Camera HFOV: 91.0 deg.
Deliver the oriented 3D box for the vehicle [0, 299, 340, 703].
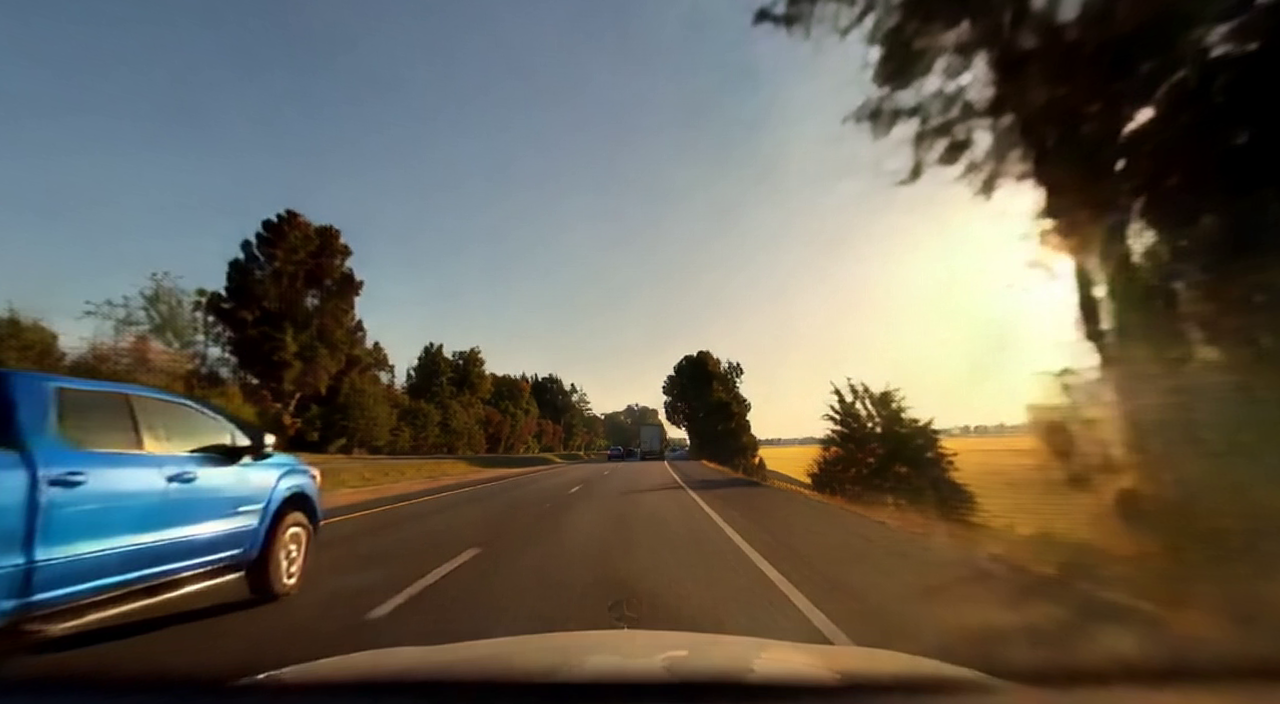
[{"bbox_3d":[-3.909,0.746,3.119,2.295,1.815,4.983,0,-9,1],"label":"vehicle"}]
